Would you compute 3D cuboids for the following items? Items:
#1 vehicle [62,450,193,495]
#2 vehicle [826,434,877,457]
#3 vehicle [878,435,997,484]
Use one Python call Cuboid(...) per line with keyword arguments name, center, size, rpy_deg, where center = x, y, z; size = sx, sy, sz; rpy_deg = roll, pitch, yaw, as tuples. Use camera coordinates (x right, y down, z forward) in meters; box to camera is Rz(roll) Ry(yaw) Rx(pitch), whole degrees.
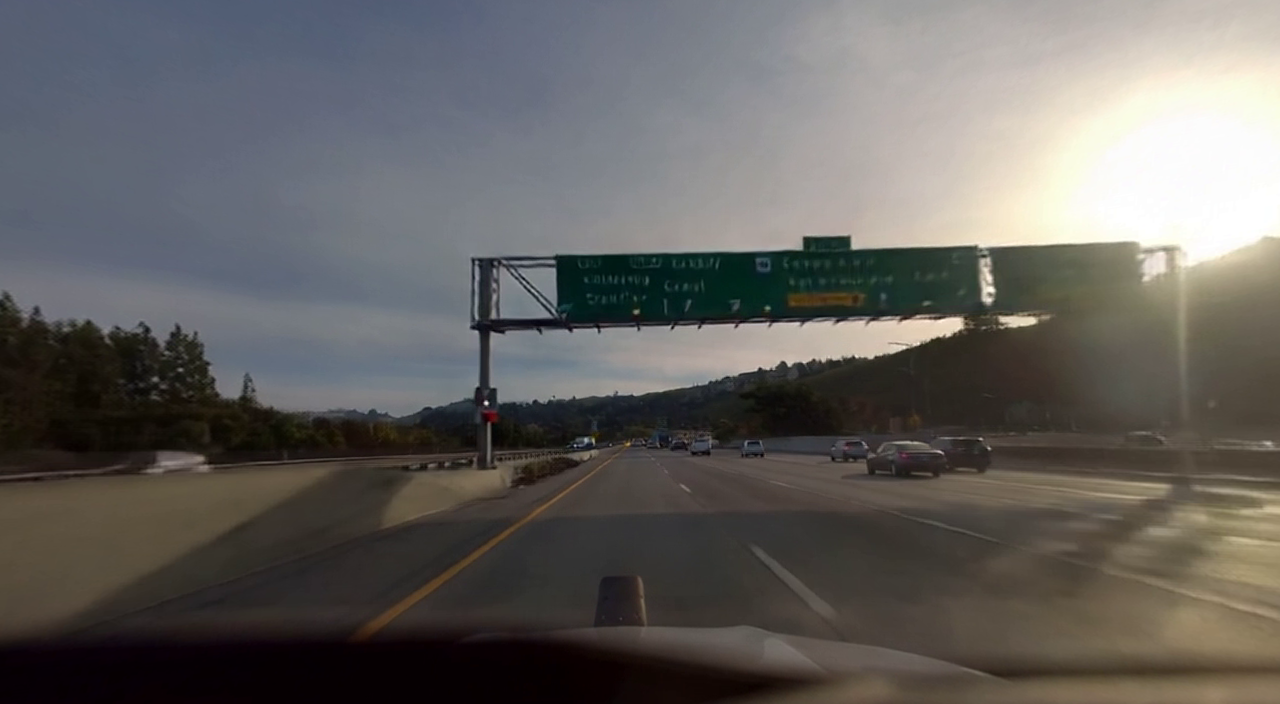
Cuboid(name="vehicle", center=(-19.145, 4.482, 23.855), size=(1.741, 1.495, 3.853), rpy_deg=(0, -9, -2))
Cuboid(name="vehicle", center=(16.490, 7.335, 49.465), size=(2.034, 1.698, 5.065), rpy_deg=(0, -9, -2))
Cuboid(name="vehicle", center=(9.526, 3.474, 20.663), size=(1.836, 1.418, 4.132), rpy_deg=(0, -9, -1))
